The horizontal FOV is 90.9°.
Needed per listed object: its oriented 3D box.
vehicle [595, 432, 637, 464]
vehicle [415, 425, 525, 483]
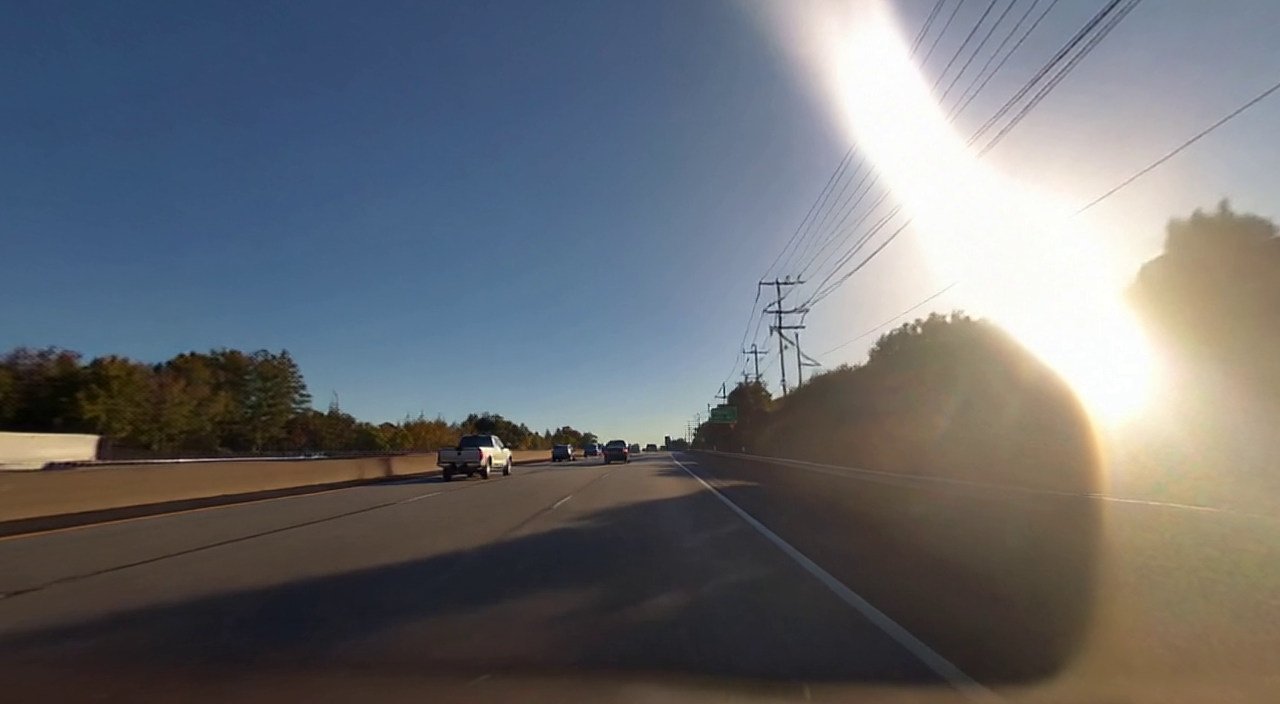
[{"bbox_3d":[-1.556,6.591,43.383,2.448,2.025,5.193,-1,-8,3],"label":"vehicle"},{"bbox_3d":[-6.559,4.040,25.382,2.460,1.992,6.474,0,-8,1],"label":"vehicle"}]
